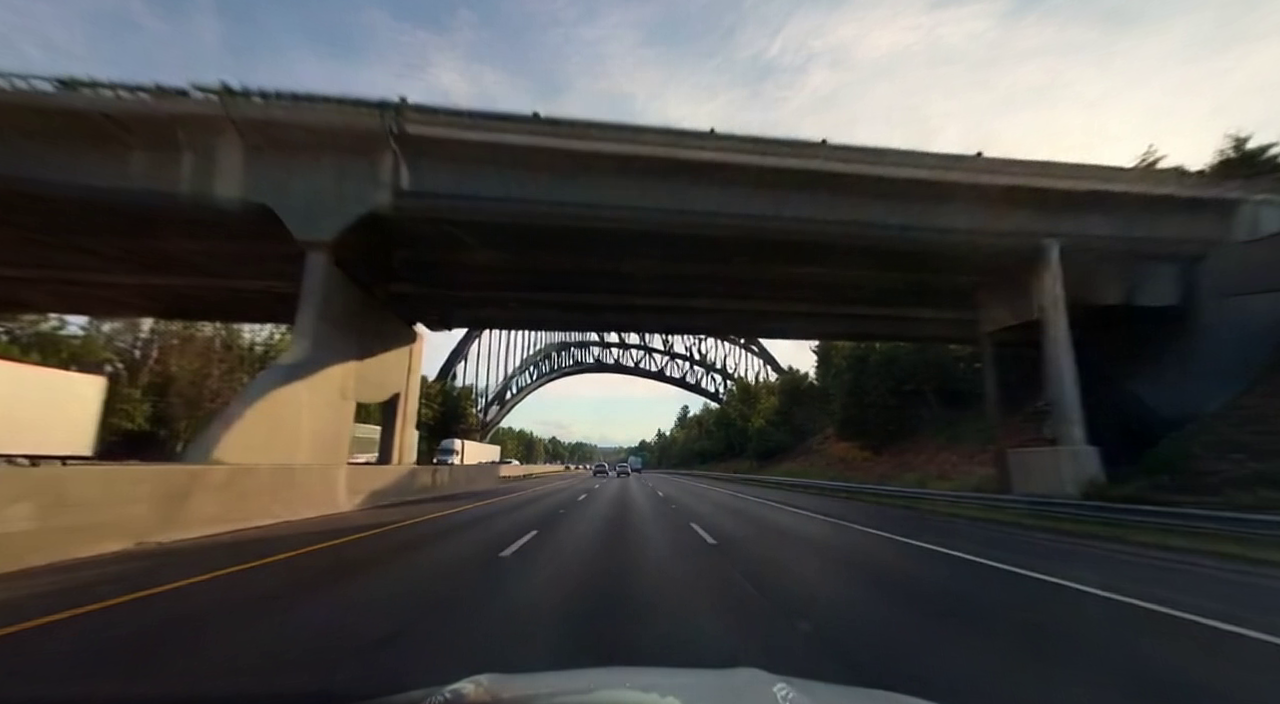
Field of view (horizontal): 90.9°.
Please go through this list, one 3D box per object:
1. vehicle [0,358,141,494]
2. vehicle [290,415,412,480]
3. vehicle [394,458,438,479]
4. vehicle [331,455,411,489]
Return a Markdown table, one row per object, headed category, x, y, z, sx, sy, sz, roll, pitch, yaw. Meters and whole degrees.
| category | x | y | z | sx | sy | sz | roll | pitch | yaw |
| --- | --- | --- | --- | --- | --- | --- | --- | --- | --- |
| vehicle | -20.297 | 2.355 | 19.561 | 2.849 | 3.950 | 8.059 | 1 | -10 | -1 |
| vehicle | -20.955 | 7.384 | 47.259 | 2.878 | 4.058 | 14.069 | 1 | -10 | -2 |
| vehicle | -17.142 | 8.971 | 48.433 | 1.840 | 1.507 | 4.495 | 1 | -10 | -2 |
| vehicle | -13.022 | 5.853 | 30.856 | 1.929 | 1.472 | 4.735 | 1 | -10 | -1 |
